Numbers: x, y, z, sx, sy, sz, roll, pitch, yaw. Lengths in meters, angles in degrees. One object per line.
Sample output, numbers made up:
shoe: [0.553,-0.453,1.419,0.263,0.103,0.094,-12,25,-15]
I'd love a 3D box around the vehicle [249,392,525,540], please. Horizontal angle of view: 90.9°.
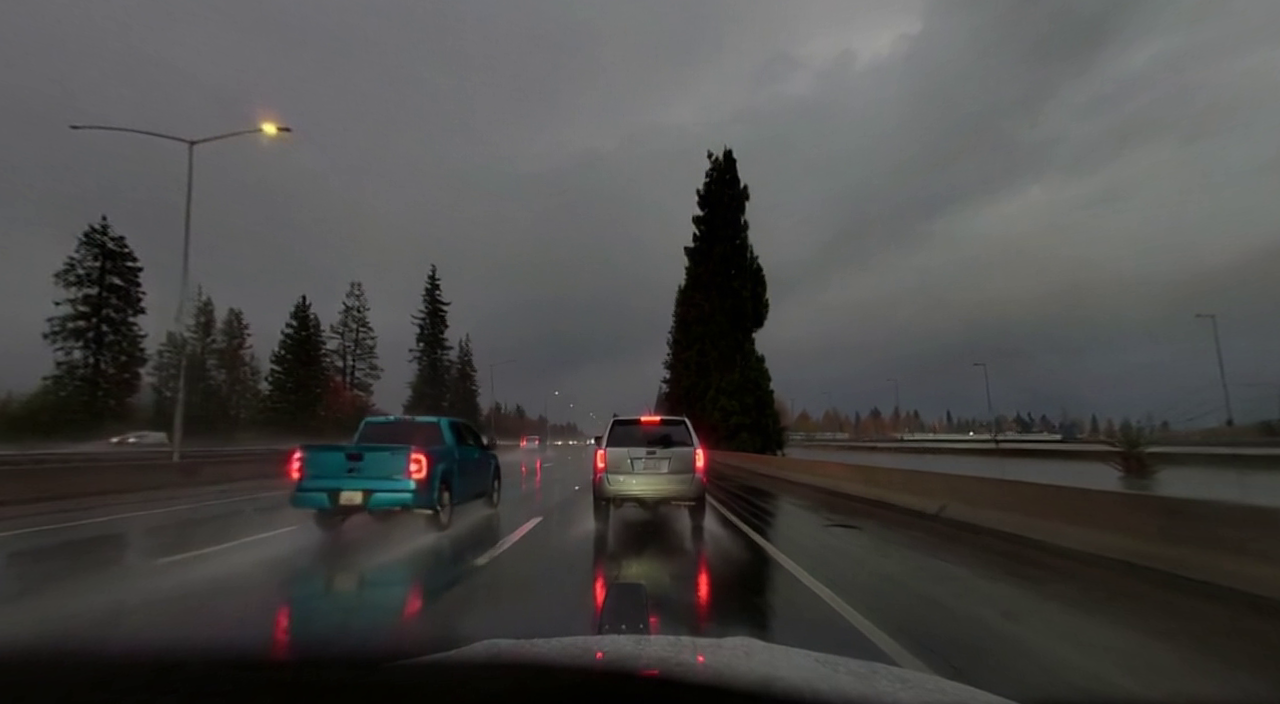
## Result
vehicle: [-3.898,1.930,11.255,2.486,1.962,5.525,0,-8,2]

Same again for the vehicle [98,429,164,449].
vehicle: [-38.081,6.565,47.260,1.842,1.418,3.569,0,-8,2]

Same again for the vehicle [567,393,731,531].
vehicle: [0.131,1.967,11.736,2.395,2.013,4.734,0,-8,0]
